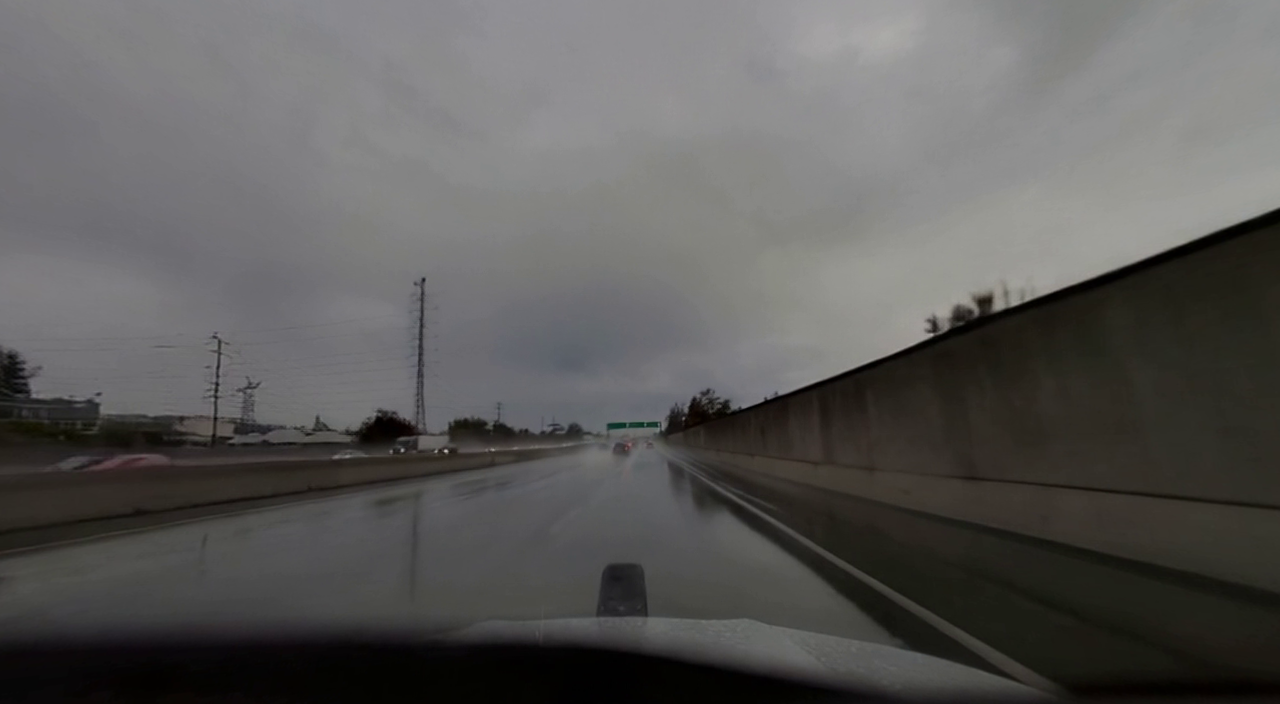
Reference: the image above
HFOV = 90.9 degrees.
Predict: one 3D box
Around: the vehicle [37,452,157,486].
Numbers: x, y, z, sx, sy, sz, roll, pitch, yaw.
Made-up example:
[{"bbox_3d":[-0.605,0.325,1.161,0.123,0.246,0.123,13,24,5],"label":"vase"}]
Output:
[{"bbox_3d":[-28.136,6.039,32.929,1.893,1.522,4.847,0,-8,1],"label":"vehicle"}]
